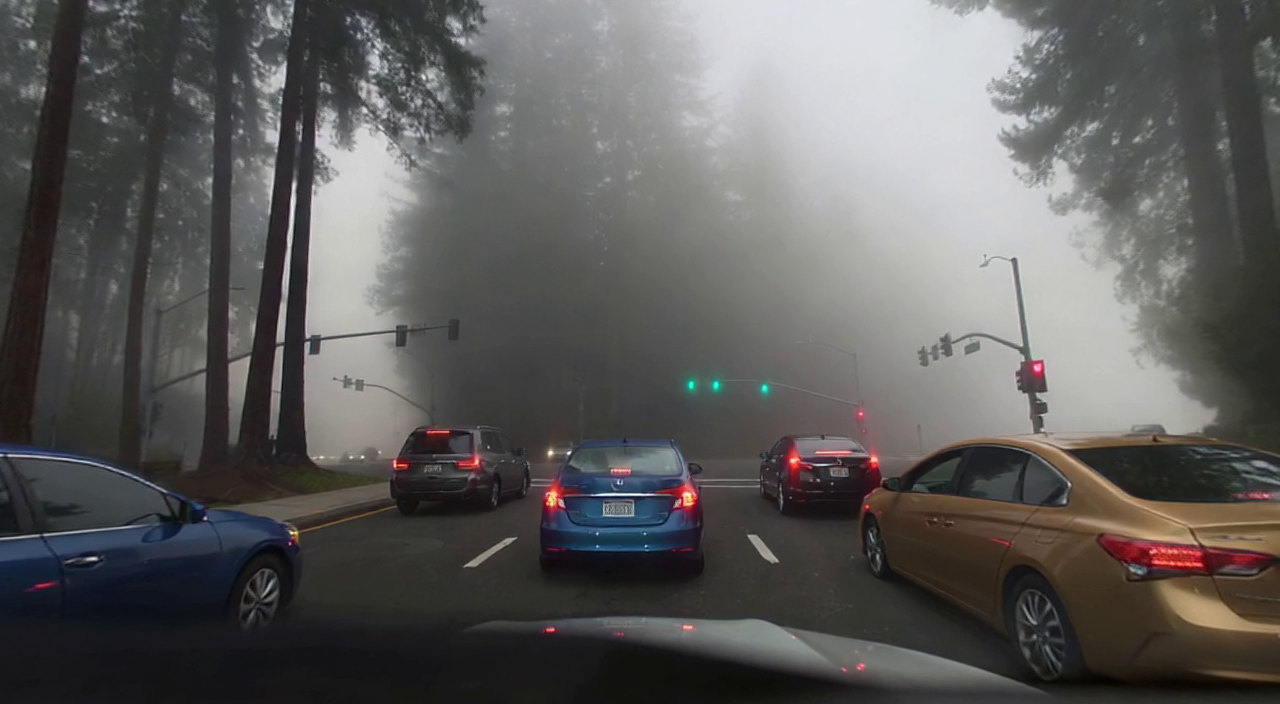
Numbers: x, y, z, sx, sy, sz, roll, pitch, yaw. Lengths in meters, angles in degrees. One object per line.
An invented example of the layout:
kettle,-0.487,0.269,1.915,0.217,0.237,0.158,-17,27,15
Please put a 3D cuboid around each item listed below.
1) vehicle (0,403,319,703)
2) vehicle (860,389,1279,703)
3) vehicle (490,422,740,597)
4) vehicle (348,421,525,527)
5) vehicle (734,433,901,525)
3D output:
vehicle,-3.645,1.022,3.004,1.935,1.482,4.433,0,-8,-1
vehicle,3.136,1.152,4.060,1.903,1.480,4.270,0,-8,0
vehicle,-0.253,1.641,7.402,2.147,1.479,3.803,0,-8,-1
vehicle,-3.726,2.313,12.484,1.961,1.714,4.268,0,-8,2
vehicle,3.183,2.337,12.332,1.975,1.460,4.357,0,-8,0
